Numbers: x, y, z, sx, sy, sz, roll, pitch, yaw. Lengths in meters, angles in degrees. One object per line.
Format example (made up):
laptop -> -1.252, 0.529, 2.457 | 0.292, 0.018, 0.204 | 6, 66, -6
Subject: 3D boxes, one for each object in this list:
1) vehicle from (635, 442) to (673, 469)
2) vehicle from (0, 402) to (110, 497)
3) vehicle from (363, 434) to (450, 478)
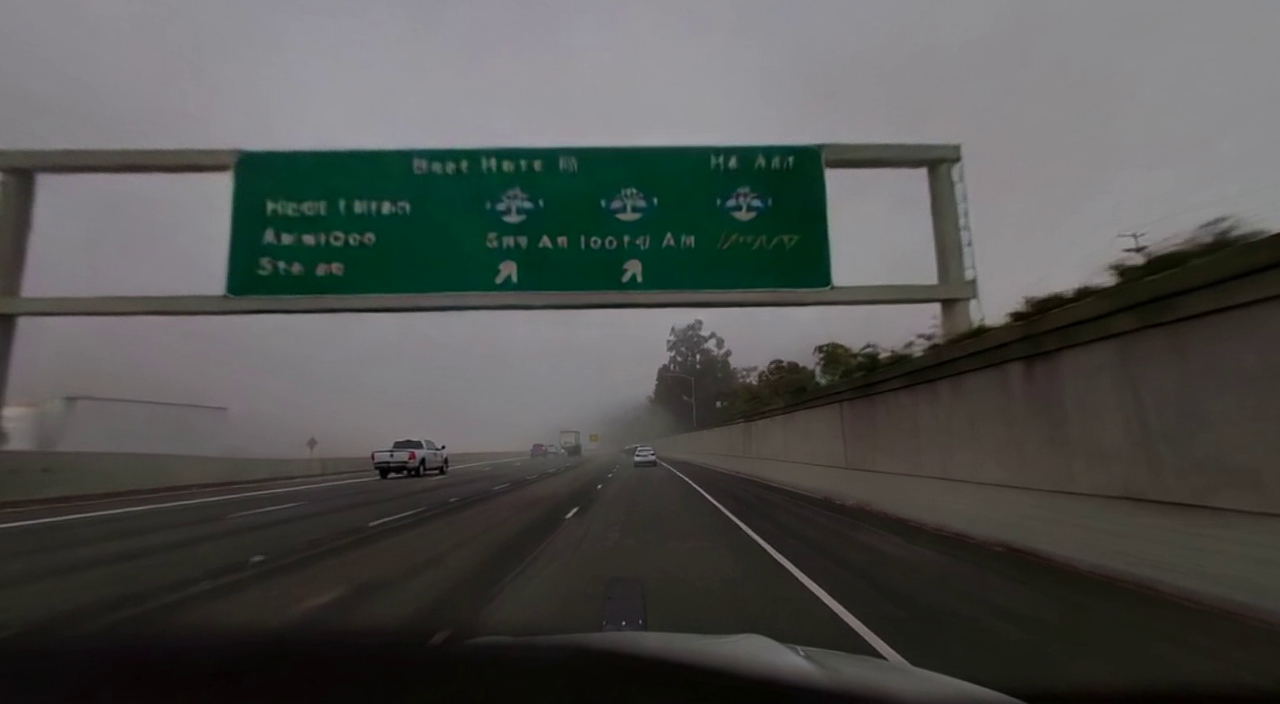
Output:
vehicle -> 0.812, 6.117, 37.454 | 2.137, 1.461, 3.999 | -1, -8, 1
vehicle -> -17.743, 2.562, 16.538 | 2.447, 2.421, 6.020 | 0, -8, -1
vehicle -> -10.567, 4.725, 29.037 | 2.246, 1.812, 4.740 | 0, -8, -1
